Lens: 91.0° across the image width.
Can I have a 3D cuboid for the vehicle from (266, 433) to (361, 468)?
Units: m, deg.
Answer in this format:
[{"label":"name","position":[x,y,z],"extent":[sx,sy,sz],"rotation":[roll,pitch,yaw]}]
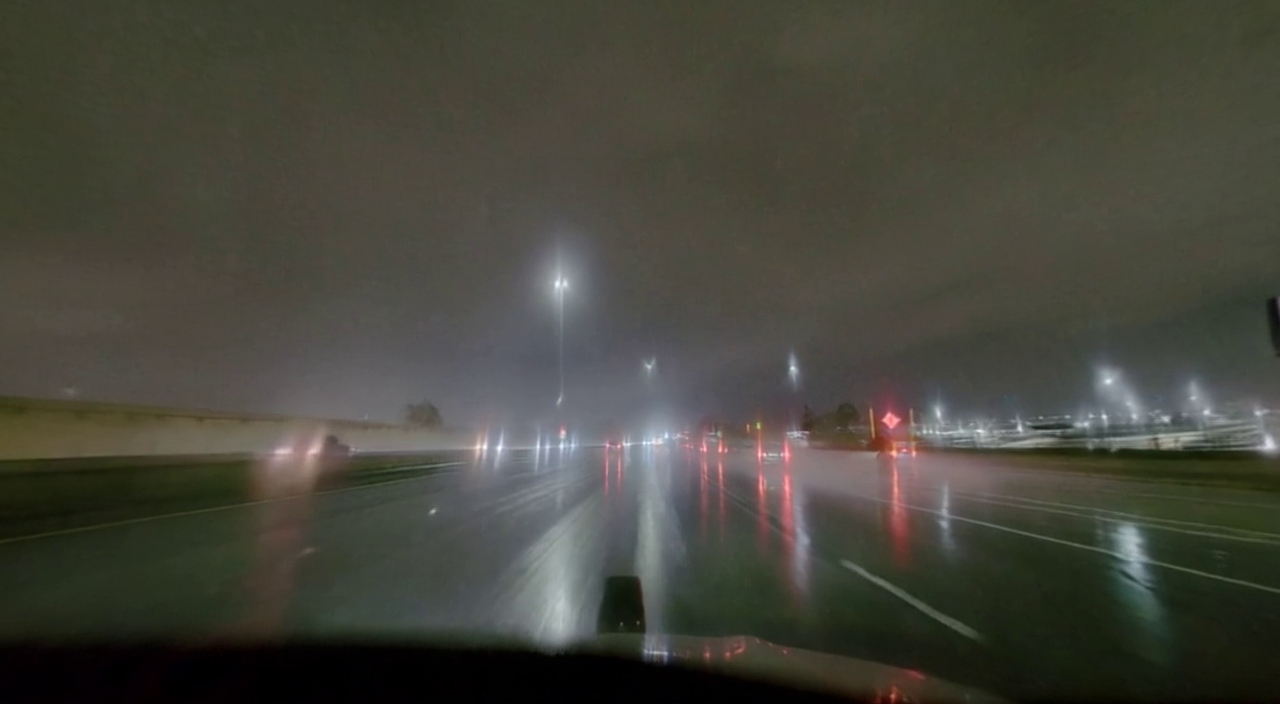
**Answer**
[{"label":"vehicle","position":[-18.734,5.725,36.561],"extent":[2.268,1.823,5.765],"rotation":[0,-9,2]}]
